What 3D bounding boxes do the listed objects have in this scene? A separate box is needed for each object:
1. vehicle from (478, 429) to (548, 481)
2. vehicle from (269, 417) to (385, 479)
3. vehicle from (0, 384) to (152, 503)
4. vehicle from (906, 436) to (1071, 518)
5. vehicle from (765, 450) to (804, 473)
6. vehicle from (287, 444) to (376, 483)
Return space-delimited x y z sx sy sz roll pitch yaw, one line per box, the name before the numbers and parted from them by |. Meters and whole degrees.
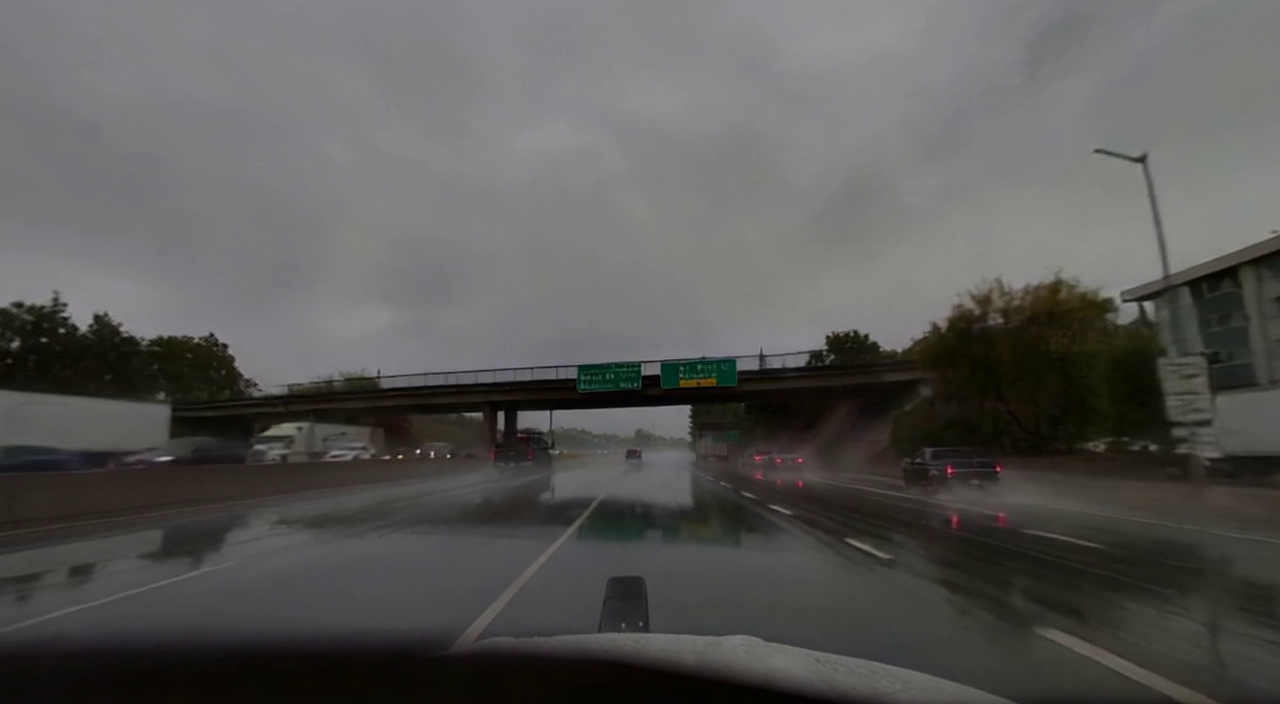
vehicle | -6.248 5.157 31.881 2.264 2.379 5.248 -1 -8 2
vehicle | -19.442 6.026 39.882 3.085 3.485 7.854 0 -8 1
vehicle | -23.728 3.409 23.483 2.945 4.107 9.775 0 -8 2
vehicle | 9.269 3.314 17.344 2.146 1.929 4.388 -1 -8 3
vehicle | 10.940 8.332 48.141 2.036 1.596 4.479 0 -8 1
vehicle | -15.882 5.730 32.819 2.074 1.862 4.805 0 -8 2
